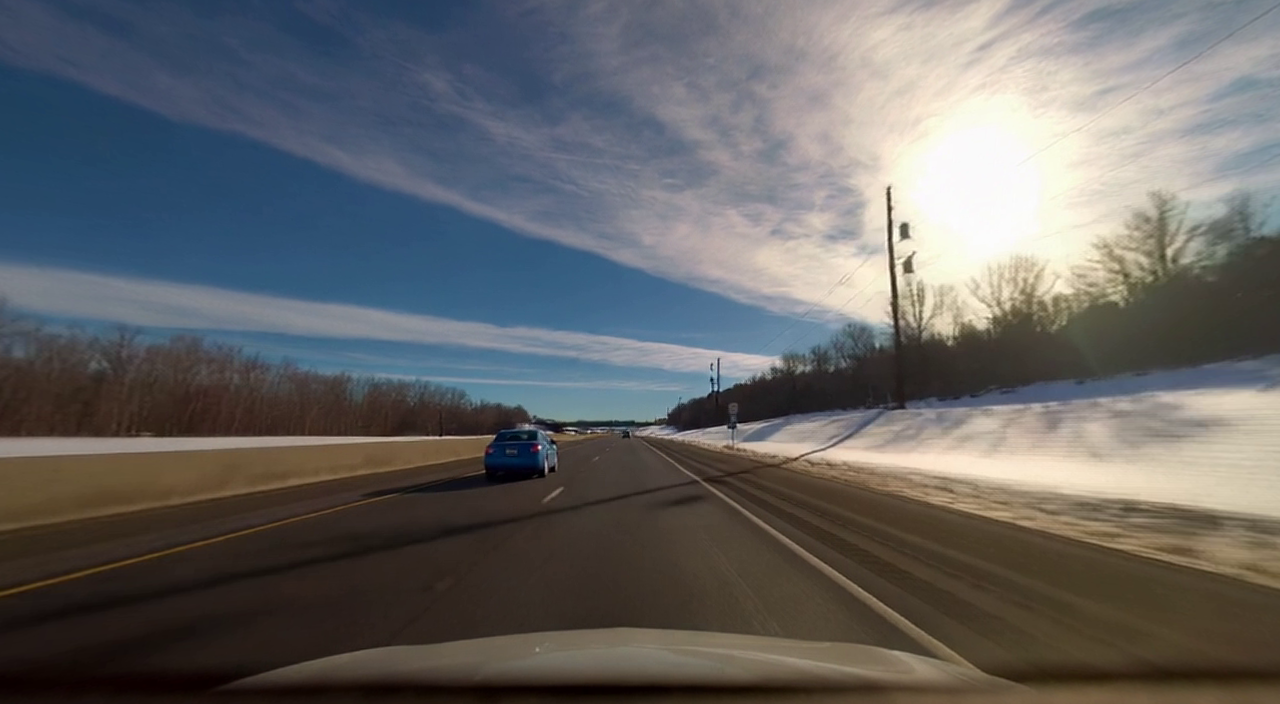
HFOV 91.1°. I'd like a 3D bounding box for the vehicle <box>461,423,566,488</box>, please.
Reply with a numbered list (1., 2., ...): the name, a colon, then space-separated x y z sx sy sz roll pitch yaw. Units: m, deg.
1. vehicle: -3.274 2.759 17.108 1.999 1.536 3.969 0 -8 0
